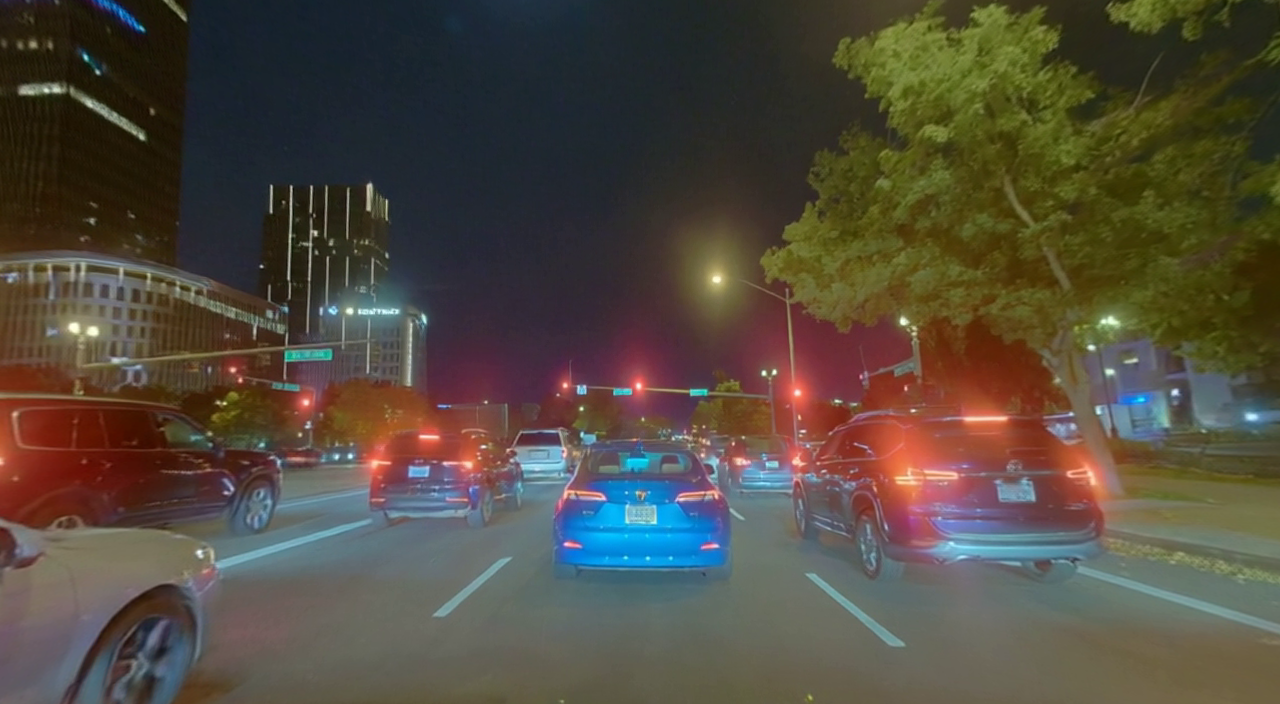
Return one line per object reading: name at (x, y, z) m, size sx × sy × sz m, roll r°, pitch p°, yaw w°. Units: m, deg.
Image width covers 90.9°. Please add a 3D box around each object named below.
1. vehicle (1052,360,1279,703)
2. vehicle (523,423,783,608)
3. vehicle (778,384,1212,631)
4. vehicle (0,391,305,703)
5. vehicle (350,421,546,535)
vehicle at (2.878, 0.595, 0.452) m, size 2.051 × 1.548 × 4.532 m, roll 0°, pitch -8°, yaw 0°
vehicle at (0.094, 1.656, 7.270) m, size 2.147 × 1.507 × 3.953 m, roll 0°, pitch -8°, yaw 0°
vehicle at (3.071, 1.451, 6.838) m, size 2.108 × 1.785 × 4.334 m, roll 0°, pitch -9°, yaw -1°
vehicle at (-3.359, 0.845, 1.827) m, size 2.144 × 1.505 × 4.635 m, roll -1°, pitch -9°, yaw 1°
vehicle at (-3.306, 2.282, 12.028) m, size 2.168 × 1.719 × 4.561 m, roll -1°, pitch -8°, yaw 2°
